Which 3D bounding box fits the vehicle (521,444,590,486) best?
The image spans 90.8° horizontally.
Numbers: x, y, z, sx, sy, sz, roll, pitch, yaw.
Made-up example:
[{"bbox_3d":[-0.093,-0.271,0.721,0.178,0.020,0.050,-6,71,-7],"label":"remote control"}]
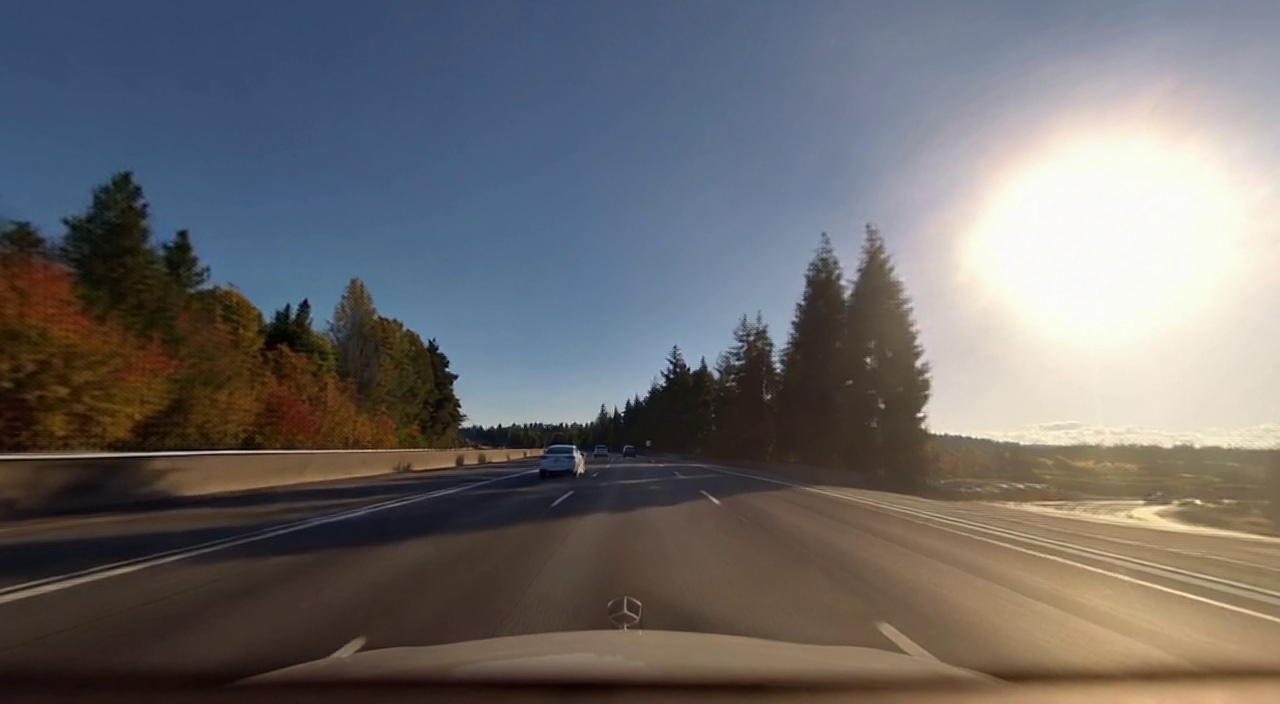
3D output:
[{"bbox_3d":[-3.427,4.693,26.570,2.184,1.574,5.004,0,-9,0],"label":"vehicle"}]
